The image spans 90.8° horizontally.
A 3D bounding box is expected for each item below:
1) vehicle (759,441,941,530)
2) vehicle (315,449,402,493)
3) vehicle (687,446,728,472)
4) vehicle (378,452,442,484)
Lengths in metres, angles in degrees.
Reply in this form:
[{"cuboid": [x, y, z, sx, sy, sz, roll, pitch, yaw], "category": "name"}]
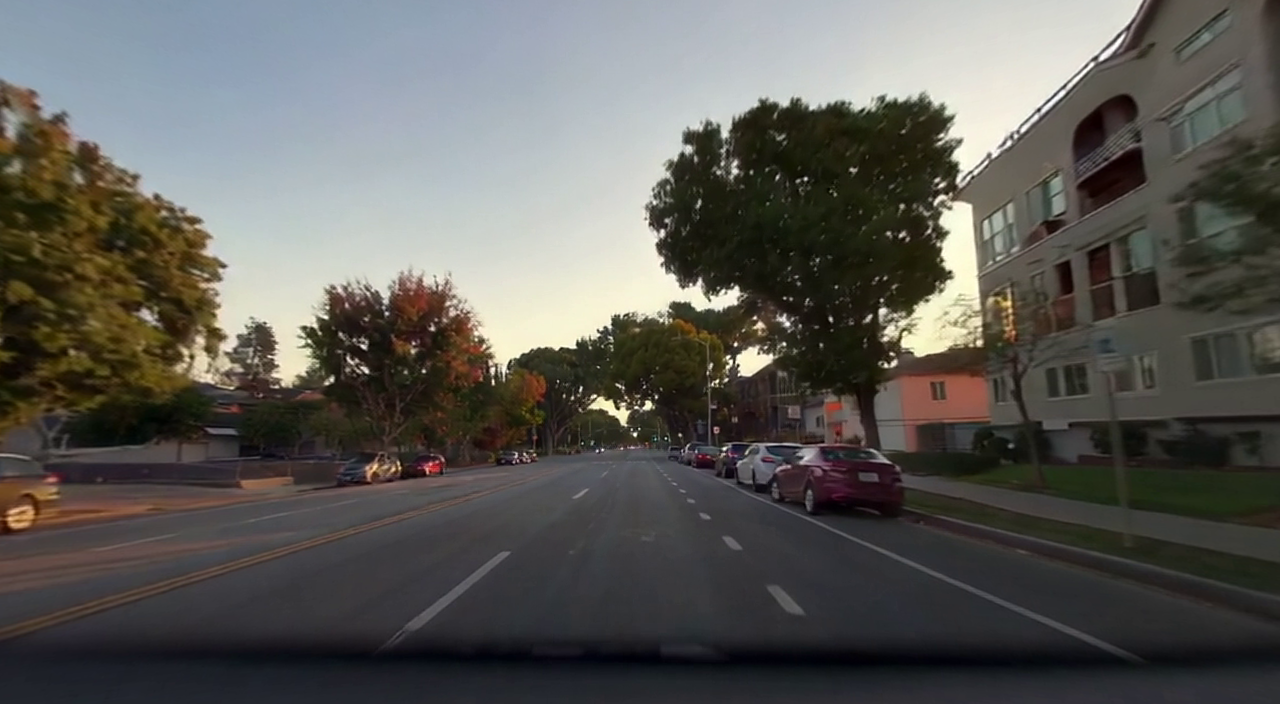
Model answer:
[{"cuboid": [3.996, 2.609, 13.096, 2.100, 1.478, 4.816, 0, -8, 0], "category": "vehicle"}, {"cuboid": [-13.687, 5.773, 31.124, 2.220, 1.747, 4.980, -2, -8, -2], "category": "vehicle"}, {"cuboid": [4.013, 6.410, 38.058, 1.845, 1.443, 4.531, 0, -8, -2], "category": "vehicle"}, {"cuboid": [-14.007, 7.073, 38.819, 2.239, 1.645, 4.700, -2, -8, -1], "category": "vehicle"}]
